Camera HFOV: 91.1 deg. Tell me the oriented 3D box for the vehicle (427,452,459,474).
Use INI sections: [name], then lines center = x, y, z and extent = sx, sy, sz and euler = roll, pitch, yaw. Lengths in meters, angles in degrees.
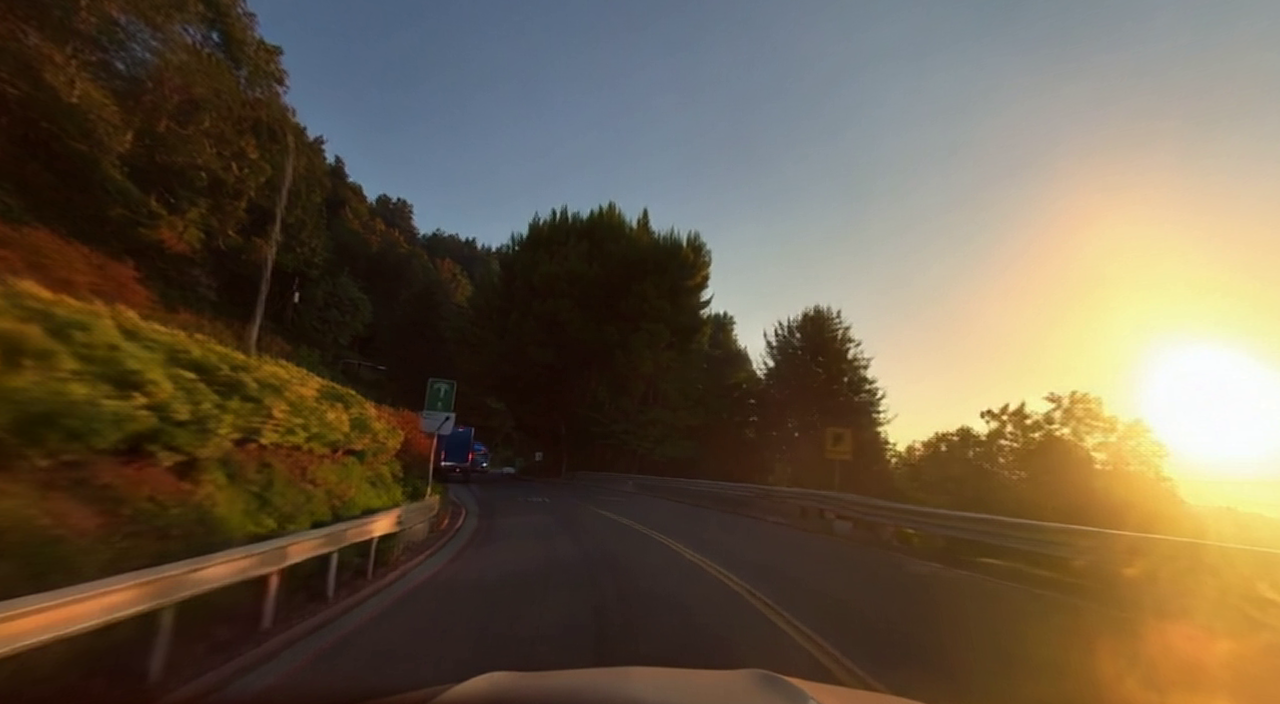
[vehicle]
center = -15.048, 8.488, 47.826
extent = 2.039, 1.536, 3.648
euler = 4, -11, -19
